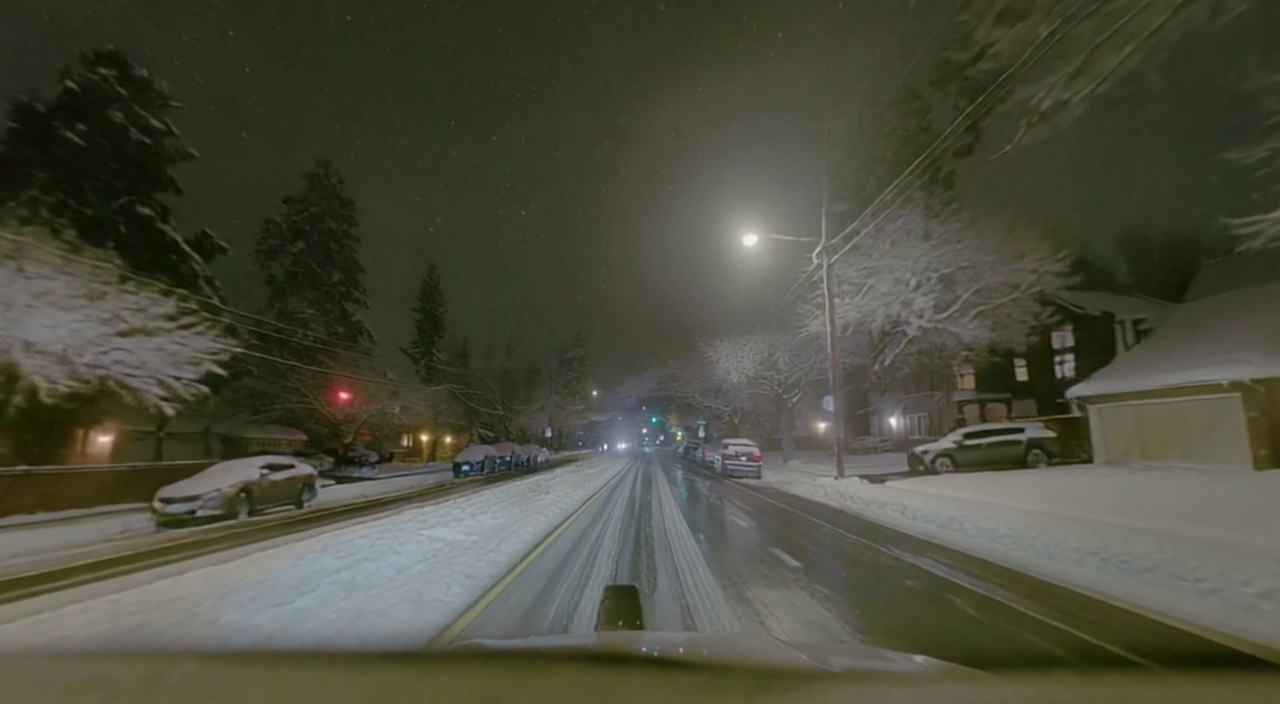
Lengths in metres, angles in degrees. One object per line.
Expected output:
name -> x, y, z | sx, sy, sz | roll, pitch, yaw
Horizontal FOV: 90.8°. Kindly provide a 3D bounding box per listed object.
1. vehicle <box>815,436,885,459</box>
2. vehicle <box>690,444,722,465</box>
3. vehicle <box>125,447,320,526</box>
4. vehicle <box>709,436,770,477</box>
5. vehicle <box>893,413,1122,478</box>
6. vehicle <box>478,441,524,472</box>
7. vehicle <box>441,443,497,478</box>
vehicle -> 13.885, 6.329, 41.989 | 3.966, 1.500, 1.998 | 0, -8, 2
vehicle -> 4.767, 7.492, 46.333 | 1.908, 1.477, 4.920 | 0, -8, 1
vehicle -> -10.593, 3.429, 16.564 | 2.082, 1.661, 4.403 | -3, -10, 1
vehicle -> 4.903, 5.227, 31.833 | 2.215, 1.886, 4.577 | 0, -8, -1
vehicle -> 12.842, 3.337, 22.461 | 6.619, 1.884, 2.225 | -3, -9, 1
vehicle -> -10.210, 7.714, 46.879 | 2.225, 2.037, 5.158 | -4, -8, 0
vehicle -> -10.276, 6.579, 38.347 | 2.117, 1.865, 4.570 | -2, -10, 0
